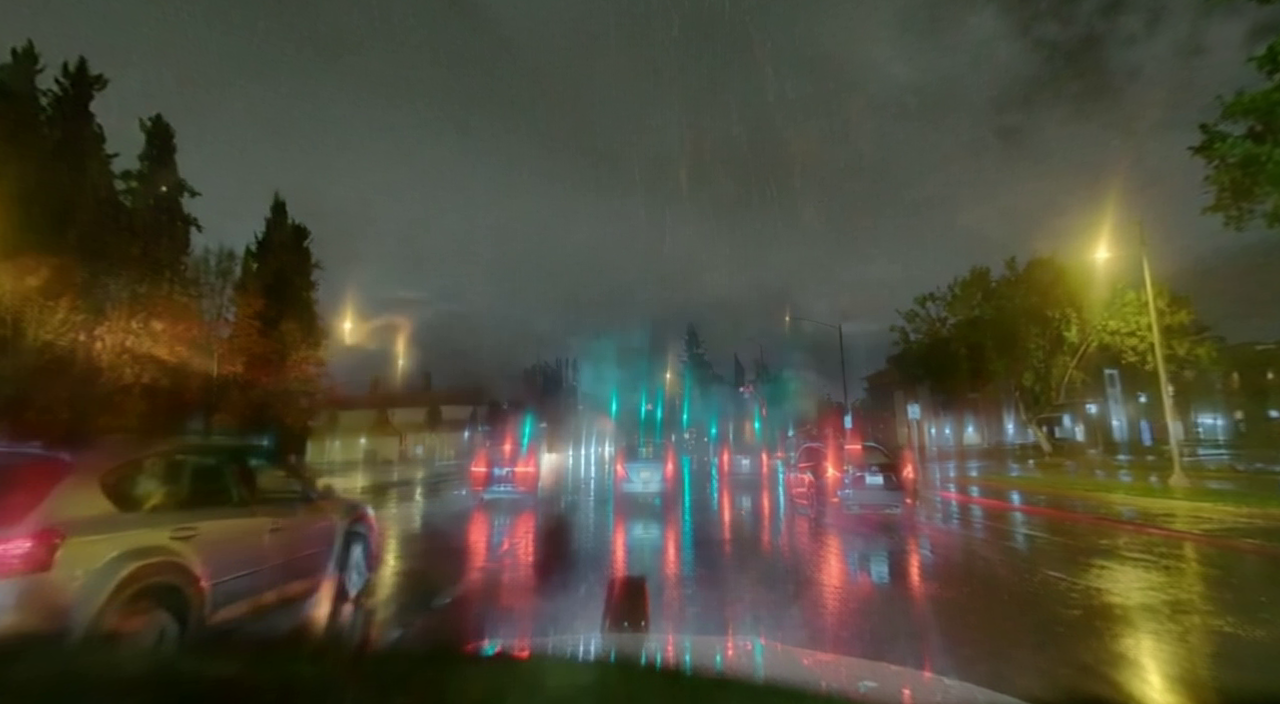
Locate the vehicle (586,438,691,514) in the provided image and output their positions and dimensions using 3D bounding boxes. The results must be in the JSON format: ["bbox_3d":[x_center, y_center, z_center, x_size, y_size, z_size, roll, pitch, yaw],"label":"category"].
[{"bbox_3d":[-0.091,2.769,14.620,2.101,1.480,3.929,0,-8,-2],"label":"vehicle"}]

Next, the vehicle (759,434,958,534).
[{"bbox_3d":[3.717,2.314,11.743,1.990,1.486,4.431,0,-8,-2],"label":"vehicle"}]

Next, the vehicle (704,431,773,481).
[{"bbox_3d":[4.195,4.516,27.755,2.142,1.957,5.443,0,-8,0],"label":"vehicle"}]

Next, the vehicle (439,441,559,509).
[{"bbox_3d":[-3.398,3.033,16.056,2.002,1.465,4.098,0,-8,2],"label":"vehicle"}]

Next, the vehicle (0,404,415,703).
[{"bbox_3d":[-3.315,1.203,4.067,2.038,1.481,4.379,0,-8,1],"label":"vehicle"}]
